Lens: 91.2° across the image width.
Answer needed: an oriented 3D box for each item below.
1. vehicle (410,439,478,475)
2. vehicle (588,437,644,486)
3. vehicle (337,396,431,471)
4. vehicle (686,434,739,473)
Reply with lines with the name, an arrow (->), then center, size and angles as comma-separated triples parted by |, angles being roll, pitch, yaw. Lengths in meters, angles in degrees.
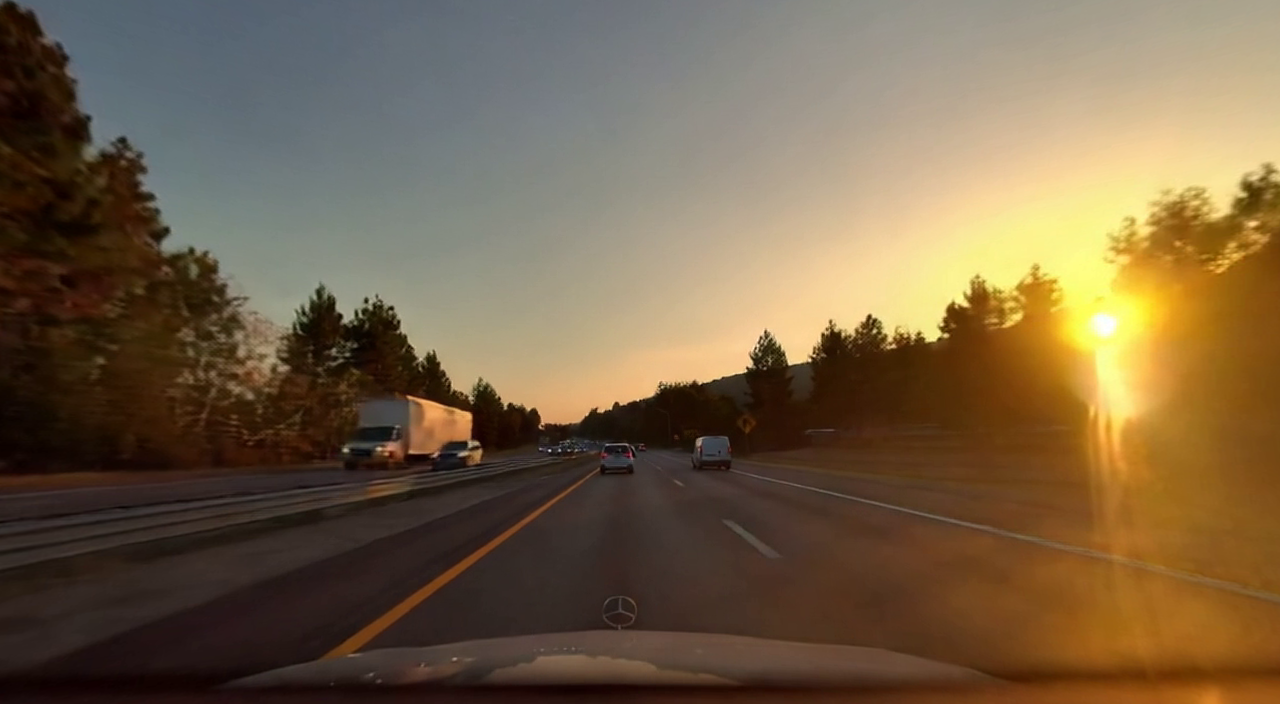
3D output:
vehicle -> -9.809, 5.273, 31.711 | 2.019, 1.670, 4.493 | 0, -9, -1
vehicle -> -0.894, 4.209, 24.327 | 1.963, 1.711, 4.284 | 0, -9, -1
vehicle -> -14.977, 4.927, 37.278 | 3.001, 4.045, 6.029 | 0, -9, -1
vehicle -> 3.824, 5.460, 33.738 | 2.179, 1.930, 4.538 | 0, -9, -1
